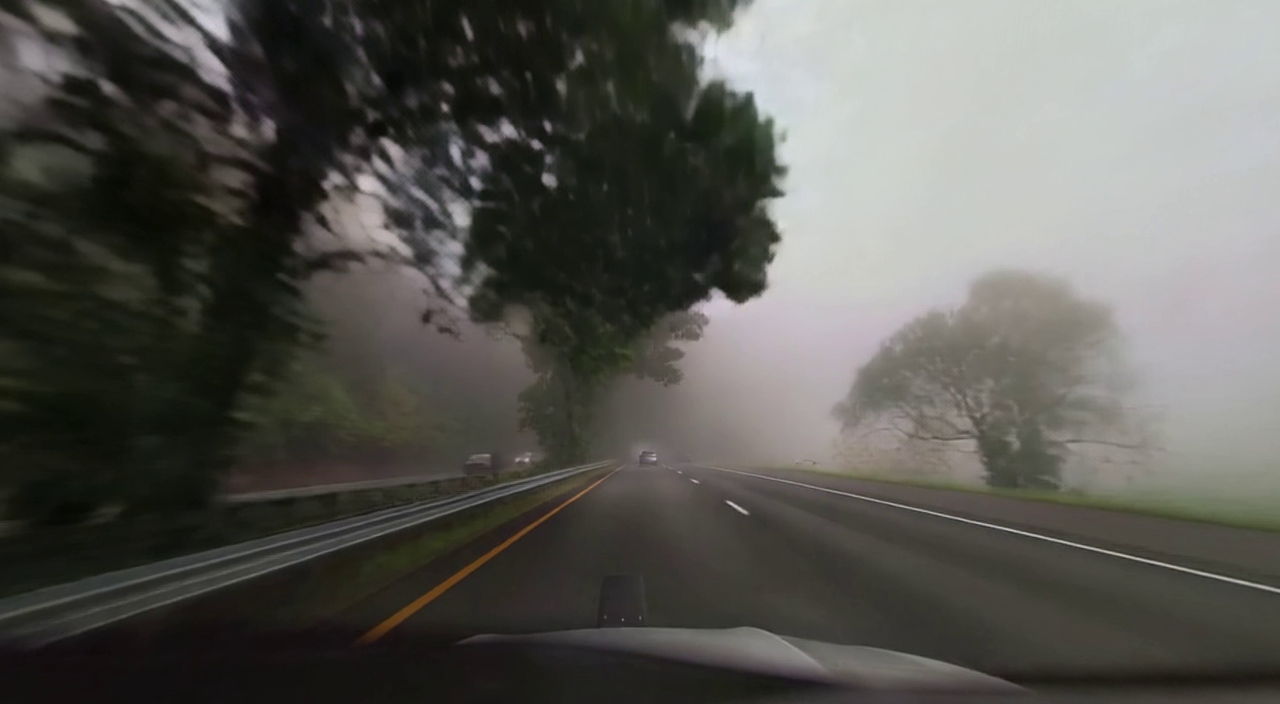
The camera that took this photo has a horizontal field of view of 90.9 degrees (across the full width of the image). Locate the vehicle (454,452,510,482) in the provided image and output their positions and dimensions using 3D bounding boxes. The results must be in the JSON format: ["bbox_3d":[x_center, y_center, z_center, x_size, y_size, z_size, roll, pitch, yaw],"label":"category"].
[{"bbox_3d":[-8.654,6.327,34.820,2.037,1.523,3.955,0,-9,0],"label":"vehicle"}]

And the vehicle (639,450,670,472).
[{"bbox_3d":[1.035,7.947,46.077,2.162,1.492,3.975,0,-9,0],"label":"vehicle"}]
